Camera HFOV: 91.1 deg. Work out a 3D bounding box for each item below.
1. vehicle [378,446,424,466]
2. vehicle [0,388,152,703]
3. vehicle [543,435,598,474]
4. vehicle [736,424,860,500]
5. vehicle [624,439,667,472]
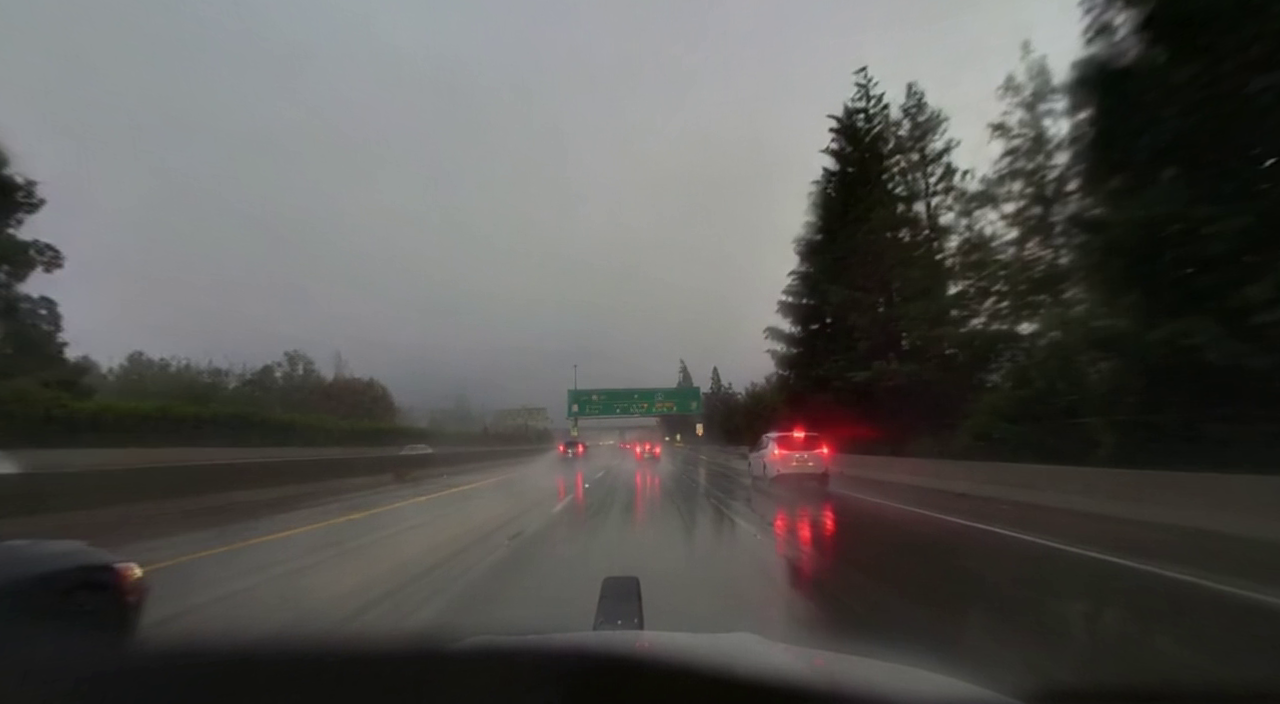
[{"bbox_3d":[-18.880,8.222,49.762,1.932,1.451,4.081,-1,-8,2],"label":"vehicle"},{"bbox_3d":[-3.519,0.701,0.851,2.066,1.561,4.495,0,-8,0],"label":"vehicle"},{"bbox_3d":[-3.184,4.813,29.650,2.044,1.682,4.201,0,-8,1],"label":"vehicle"},{"bbox_3d":[3.954,2.840,16.561,2.025,1.707,4.279,0,-8,-2],"label":"vehicle"},{"bbox_3d":[0.276,5.226,31.957,2.049,1.542,3.816,0,-8,1],"label":"vehicle"}]
